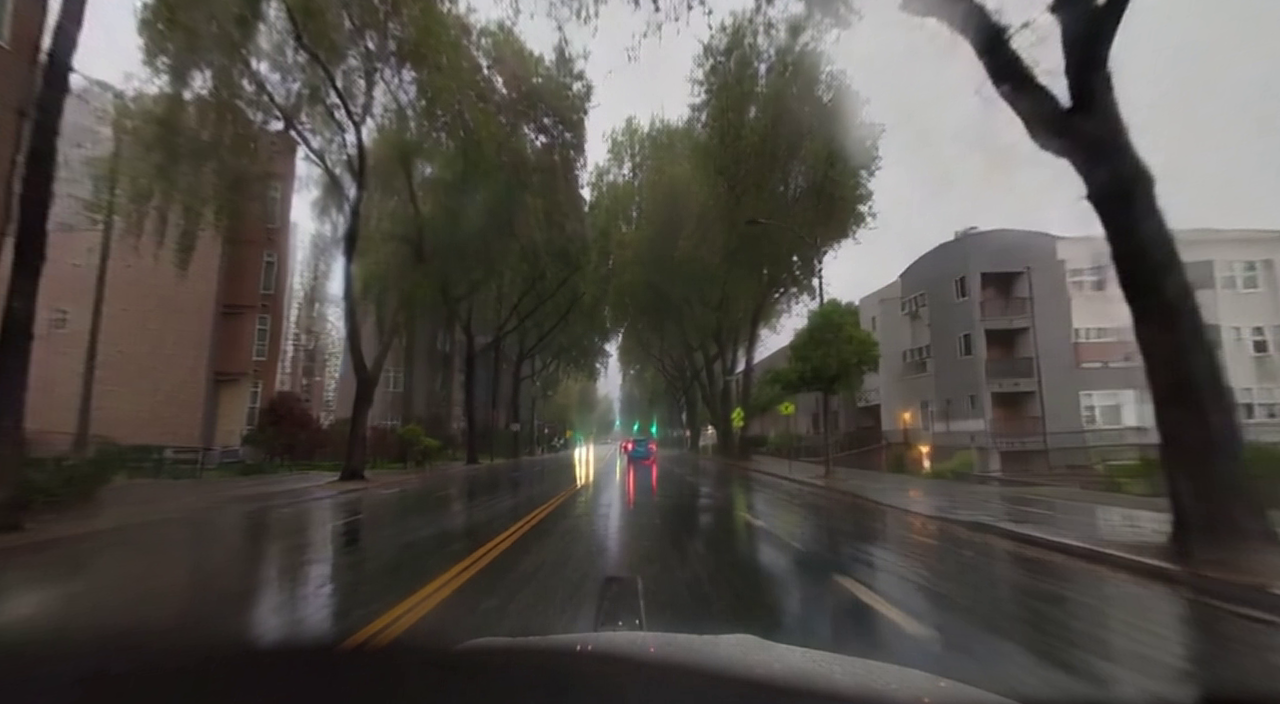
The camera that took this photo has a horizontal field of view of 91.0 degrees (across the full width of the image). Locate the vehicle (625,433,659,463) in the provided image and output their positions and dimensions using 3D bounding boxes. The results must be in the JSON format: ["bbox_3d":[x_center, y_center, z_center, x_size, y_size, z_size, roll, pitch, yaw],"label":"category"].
[{"bbox_3d":[0.119,5.896,38.721,1.981,1.703,3.691,0,-8,1],"label":"vehicle"}]
